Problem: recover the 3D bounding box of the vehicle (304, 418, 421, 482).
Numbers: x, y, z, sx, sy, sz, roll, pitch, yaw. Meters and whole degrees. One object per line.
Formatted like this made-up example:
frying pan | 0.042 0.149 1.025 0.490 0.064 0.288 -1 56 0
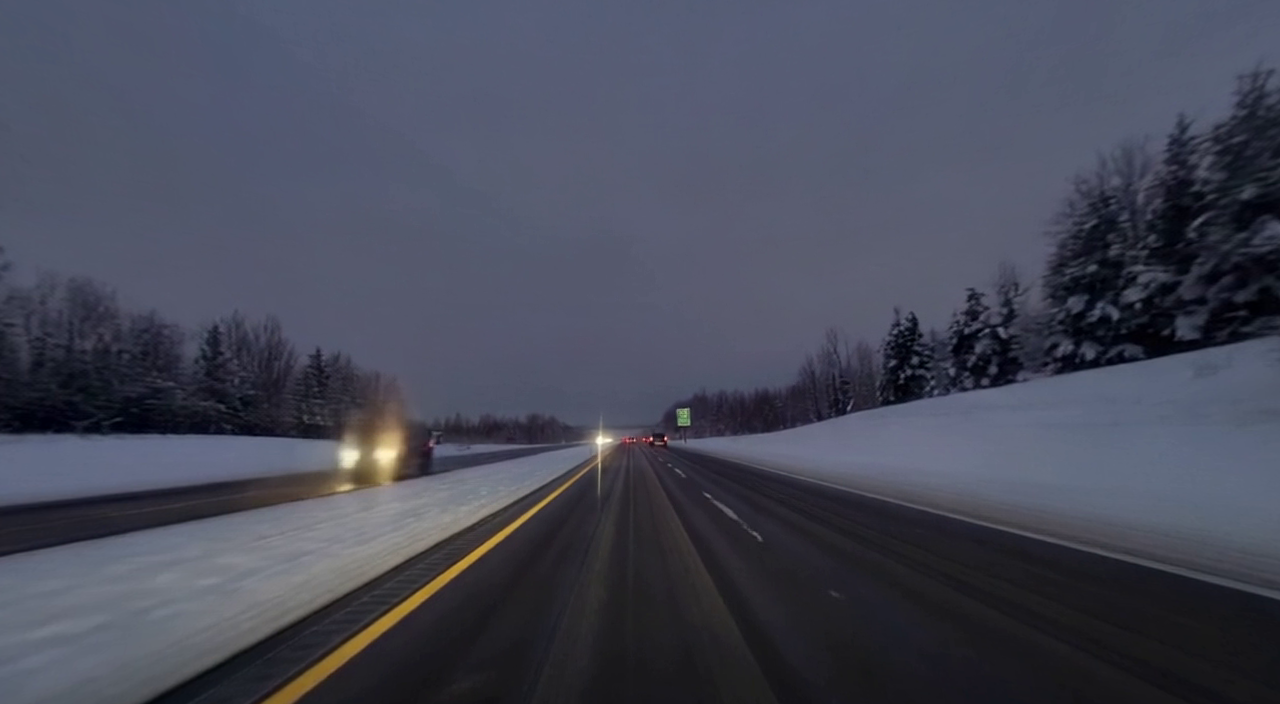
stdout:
vehicle | -12.091 4.300 28.065 2.380 2.522 6.211 0 -8 0
